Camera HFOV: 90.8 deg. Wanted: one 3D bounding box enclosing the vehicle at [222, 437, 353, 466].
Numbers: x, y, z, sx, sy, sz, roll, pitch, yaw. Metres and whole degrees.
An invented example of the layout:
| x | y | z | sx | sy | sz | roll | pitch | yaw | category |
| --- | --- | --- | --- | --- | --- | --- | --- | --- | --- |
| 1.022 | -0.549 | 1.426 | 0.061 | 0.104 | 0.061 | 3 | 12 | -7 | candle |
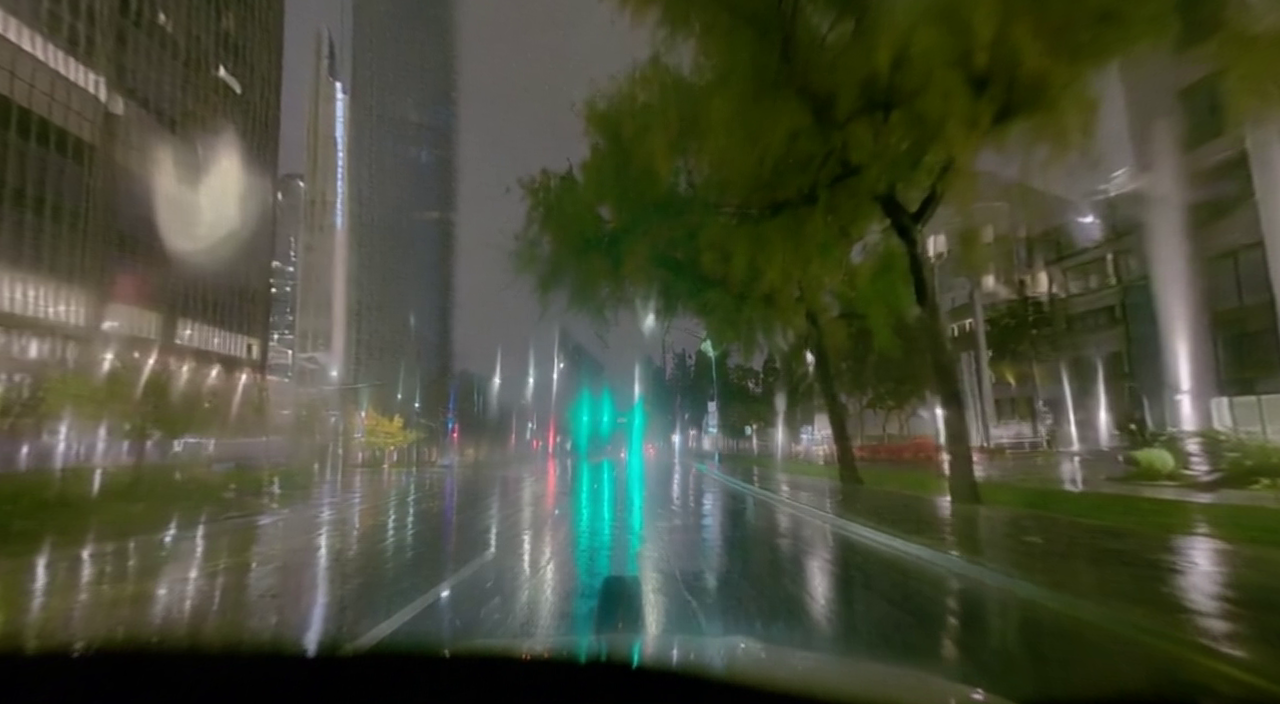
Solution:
| x | y | z | sx | sy | sz | roll | pitch | yaw | category |
| --- | --- | --- | --- | --- | --- | --- | --- | --- | --- |
| -18.637 | 5.307 | 33.539 | 5.962 | 1.458 | 1.711 | 0 | -10 | 3 | vehicle |

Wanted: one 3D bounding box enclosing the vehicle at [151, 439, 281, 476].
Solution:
| x | y | z | sx | sy | sz | roll | pitch | yaw | category |
| --- | --- | --- | --- | --- | --- | --- | --- | --- | --- |
| -20.797 | 5.180 | 31.154 | 4.876 | 1.712 | 2.166 | 0 | -9 | 3 | vehicle |
